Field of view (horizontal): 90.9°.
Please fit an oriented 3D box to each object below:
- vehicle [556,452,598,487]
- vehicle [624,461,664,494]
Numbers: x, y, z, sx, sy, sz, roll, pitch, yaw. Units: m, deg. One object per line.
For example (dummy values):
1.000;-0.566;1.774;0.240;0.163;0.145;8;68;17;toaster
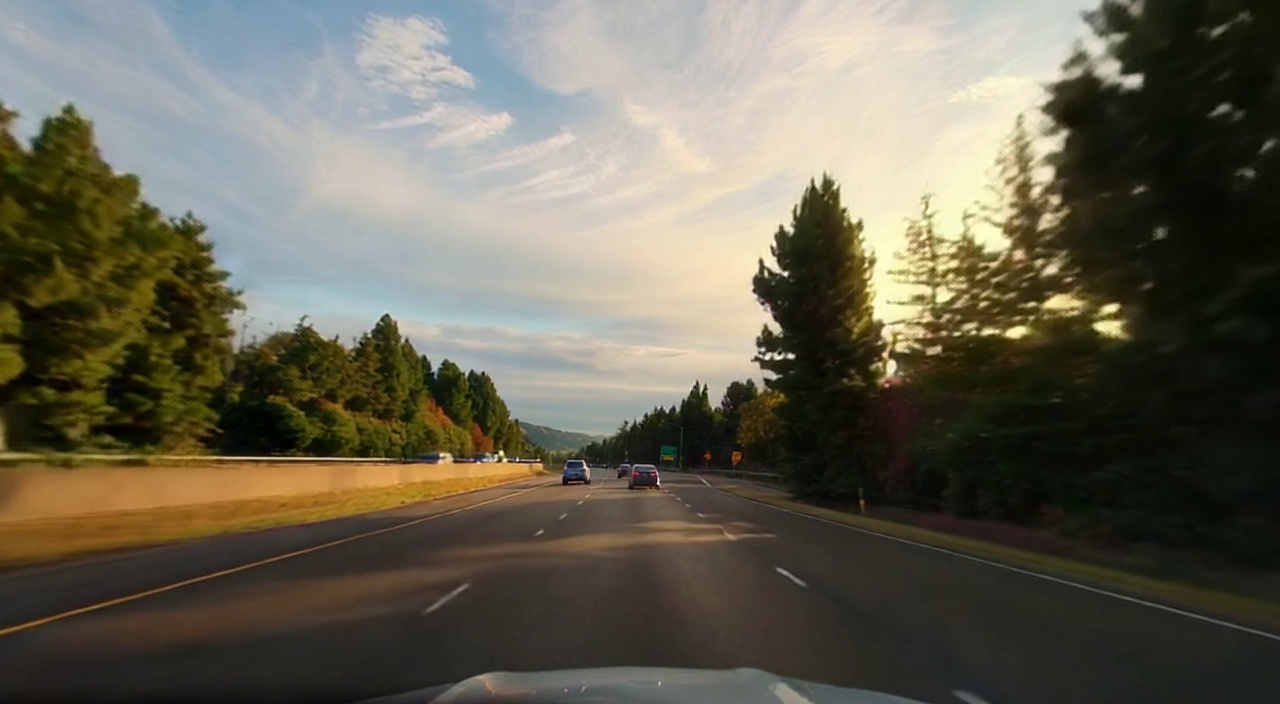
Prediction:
-4.065;7.672;41.264;2.237;2.113;4.815;1;-10;0;vehicle
0.156;6.377;32.189;1.905;1.559;3.491;1;-10;-1;vehicle
